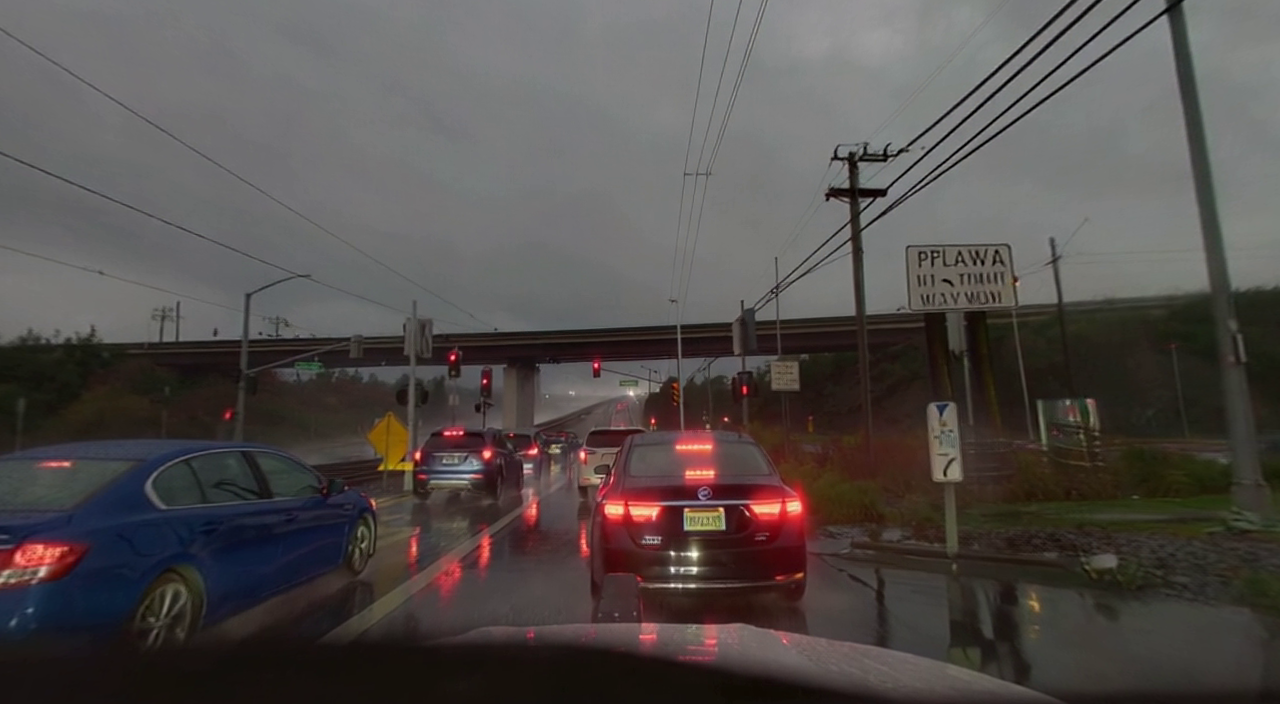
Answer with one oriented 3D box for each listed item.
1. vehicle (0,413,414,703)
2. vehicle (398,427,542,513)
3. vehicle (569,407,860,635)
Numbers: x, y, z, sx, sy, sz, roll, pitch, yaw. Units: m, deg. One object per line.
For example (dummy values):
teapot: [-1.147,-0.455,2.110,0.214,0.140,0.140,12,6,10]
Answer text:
vehicle: [-3.704,1.372,5.324,1.956,1.468,4.585,0,-9,-1]
vehicle: [-3.333,2.406,13.304,1.984,1.505,4.047,0,-9,-2]
vehicle: [0.415,1.451,6.373,1.998,1.529,3.960,0,-9,-3]
